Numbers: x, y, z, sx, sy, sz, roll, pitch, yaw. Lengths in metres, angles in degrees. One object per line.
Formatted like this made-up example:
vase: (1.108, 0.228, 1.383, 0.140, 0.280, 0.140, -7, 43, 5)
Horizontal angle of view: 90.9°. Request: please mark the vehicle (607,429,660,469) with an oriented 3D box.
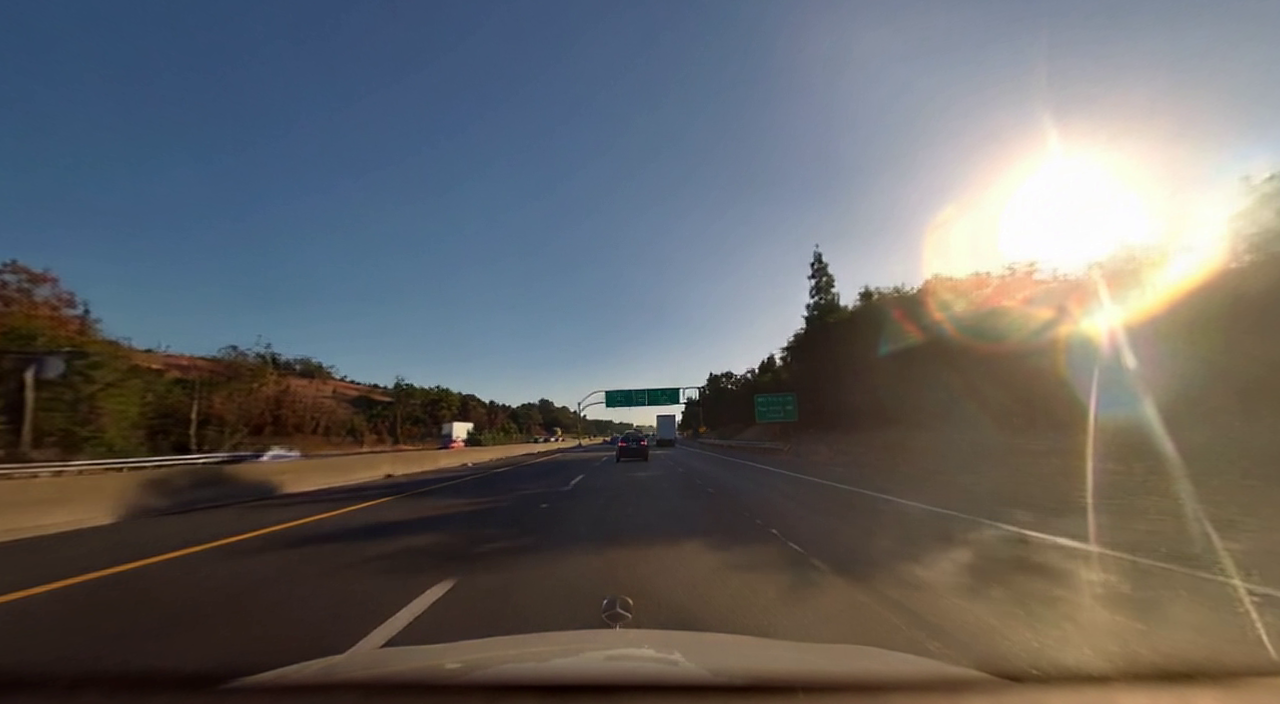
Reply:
vehicle: (-0.307, 4.127, 27.015, 2.094, 1.600, 3.666, 0, -8, -1)
